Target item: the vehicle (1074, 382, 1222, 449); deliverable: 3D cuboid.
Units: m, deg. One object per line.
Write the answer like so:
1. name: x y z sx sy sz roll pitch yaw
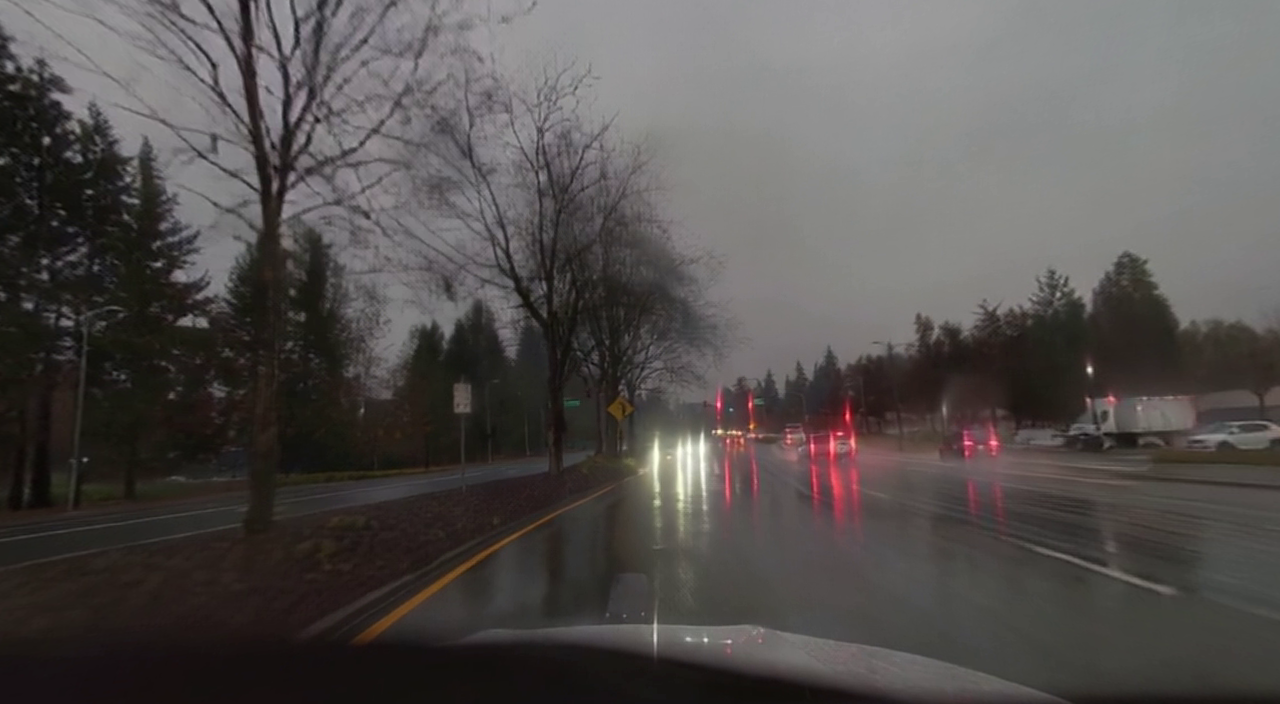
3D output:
1. vehicle: 29.926 3.881 37.171 7.827 3.570 3.121 4 -9 -22

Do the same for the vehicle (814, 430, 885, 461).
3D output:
1. vehicle: 12.388 5.622 37.670 1.991 1.695 4.357 2 -10 -12

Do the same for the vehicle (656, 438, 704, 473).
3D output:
1. vehicle: 1.932 4.779 29.192 2.032 1.461 4.173 -1 -9 6

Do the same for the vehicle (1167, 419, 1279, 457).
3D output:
1. vehicle: 25.805 3.726 27.022 1.784 1.472 4.532 3 -10 -20
